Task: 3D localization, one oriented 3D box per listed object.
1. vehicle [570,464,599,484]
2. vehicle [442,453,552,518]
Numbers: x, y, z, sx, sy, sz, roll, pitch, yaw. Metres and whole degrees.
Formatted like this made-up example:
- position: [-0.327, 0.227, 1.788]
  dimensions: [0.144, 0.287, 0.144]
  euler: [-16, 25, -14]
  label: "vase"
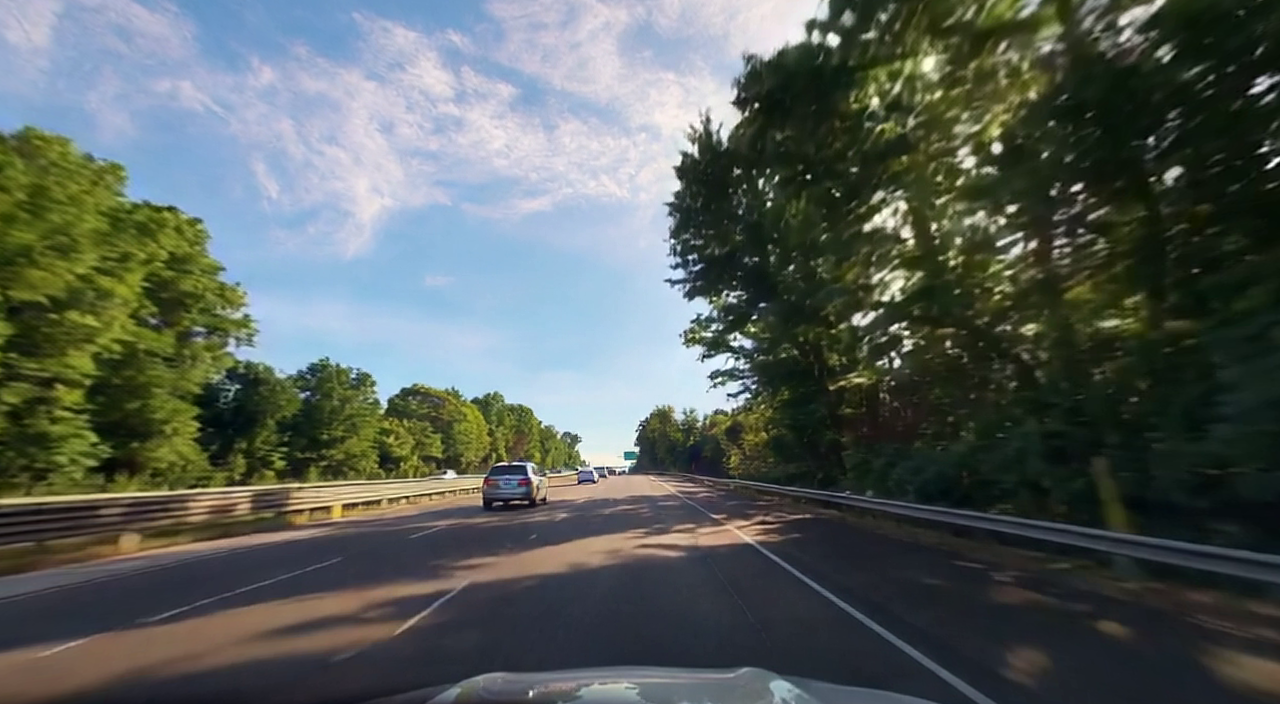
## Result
- position: [-4.286, 9.588, 49.472]
  dimensions: [1.900, 1.469, 4.106]
  euler: [0, -10, 0]
  label: "vehicle"
- position: [-3.904, 3.762, 18.095]
  dimensions: [2.068, 1.592, 4.479]
  euler: [0, -10, 1]
  label: "vehicle"
